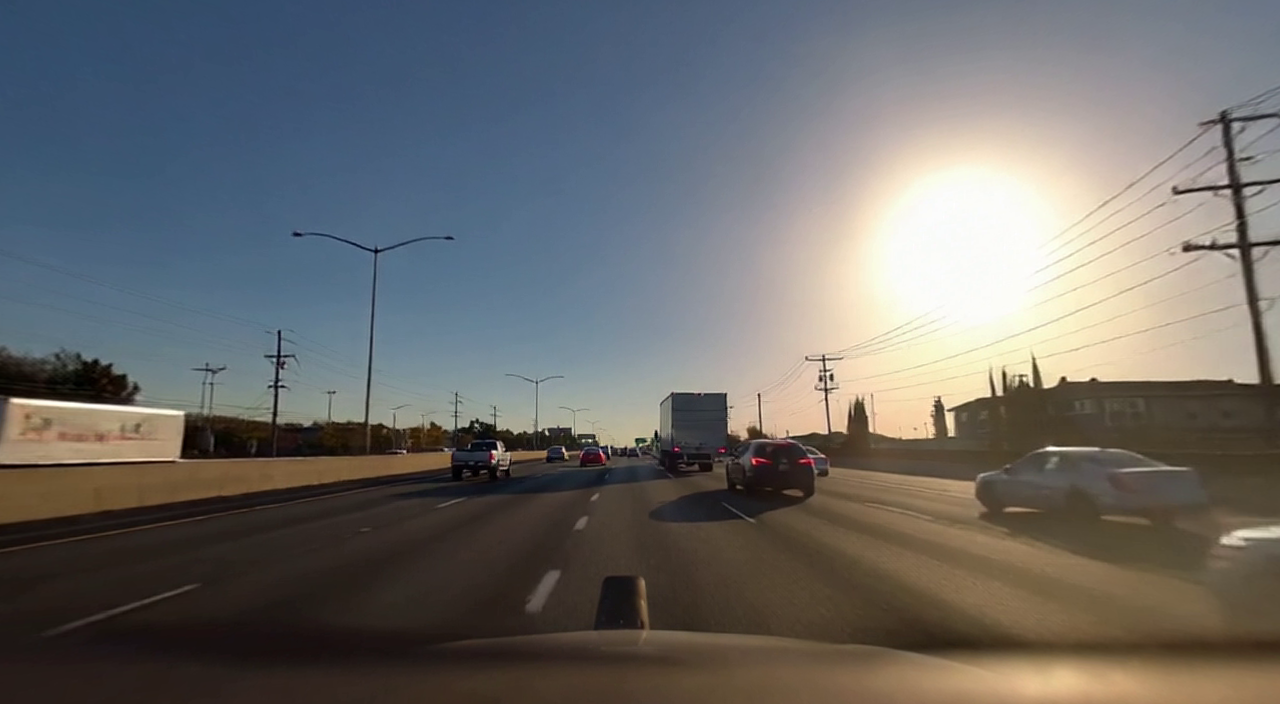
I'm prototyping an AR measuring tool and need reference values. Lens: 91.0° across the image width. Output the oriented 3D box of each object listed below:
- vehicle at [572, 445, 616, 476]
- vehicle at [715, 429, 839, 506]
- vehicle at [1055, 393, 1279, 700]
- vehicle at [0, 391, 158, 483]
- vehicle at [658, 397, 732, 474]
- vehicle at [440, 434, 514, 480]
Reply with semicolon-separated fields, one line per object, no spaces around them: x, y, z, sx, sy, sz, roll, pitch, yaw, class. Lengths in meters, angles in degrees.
-2.429;5.845;34.174;2.060;1.508;4.308;0;-9;0;vehicle
3.521;3.082;17.282;2.182;1.782;4.800;1;-9;-2;vehicle
4.394;0.965;2.880;1.978;1.607;4.245;1;-9;-2;vehicle
-29.175;4.142;30.328;3.018;3.937;11.431;0;-9;-2;vehicle
2.997;5.161;38.254;3.045;3.923;11.834;1;-9;-2;vehicle
-7.089;4.629;27.933;2.147;1.825;4.602;0;-9;-1;vehicle
